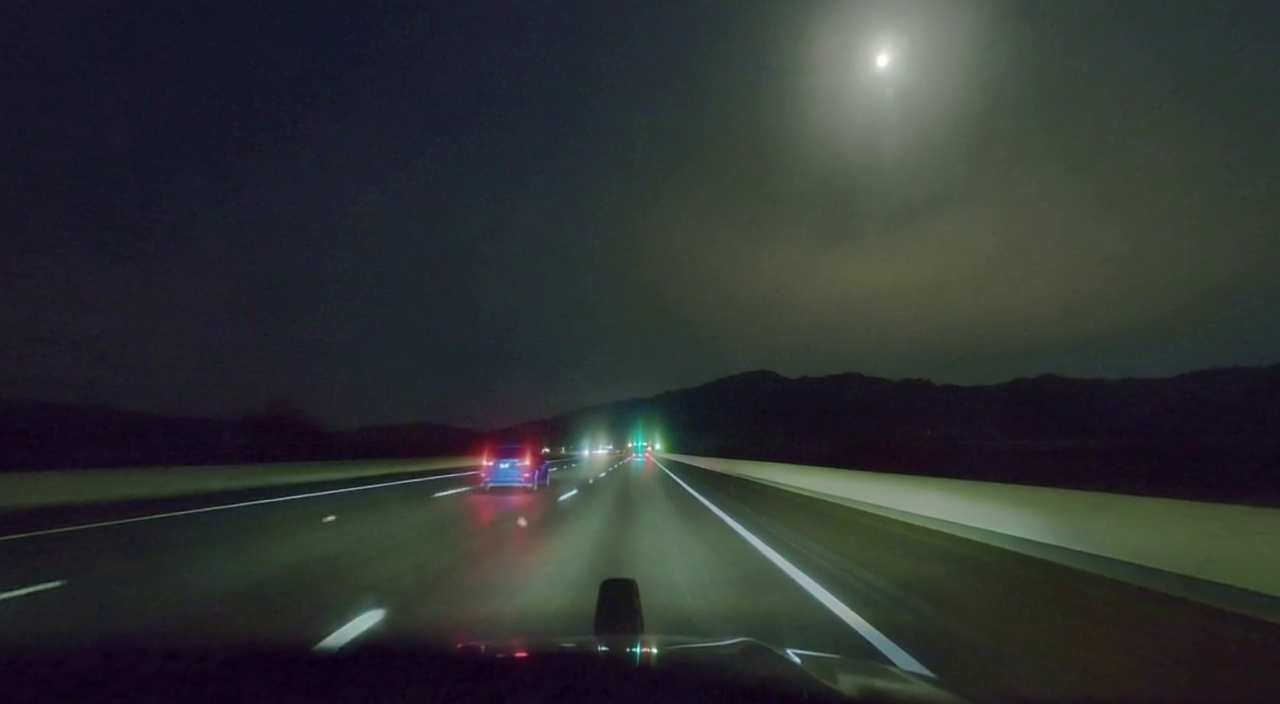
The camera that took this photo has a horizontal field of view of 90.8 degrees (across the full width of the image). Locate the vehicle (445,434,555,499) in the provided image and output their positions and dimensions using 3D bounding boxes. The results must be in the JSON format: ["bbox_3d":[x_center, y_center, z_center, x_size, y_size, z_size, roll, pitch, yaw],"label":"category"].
[{"bbox_3d":[-4.193,3.550,19.976,2.272,1.759,5.058,0,-9,1],"label":"vehicle"}]
